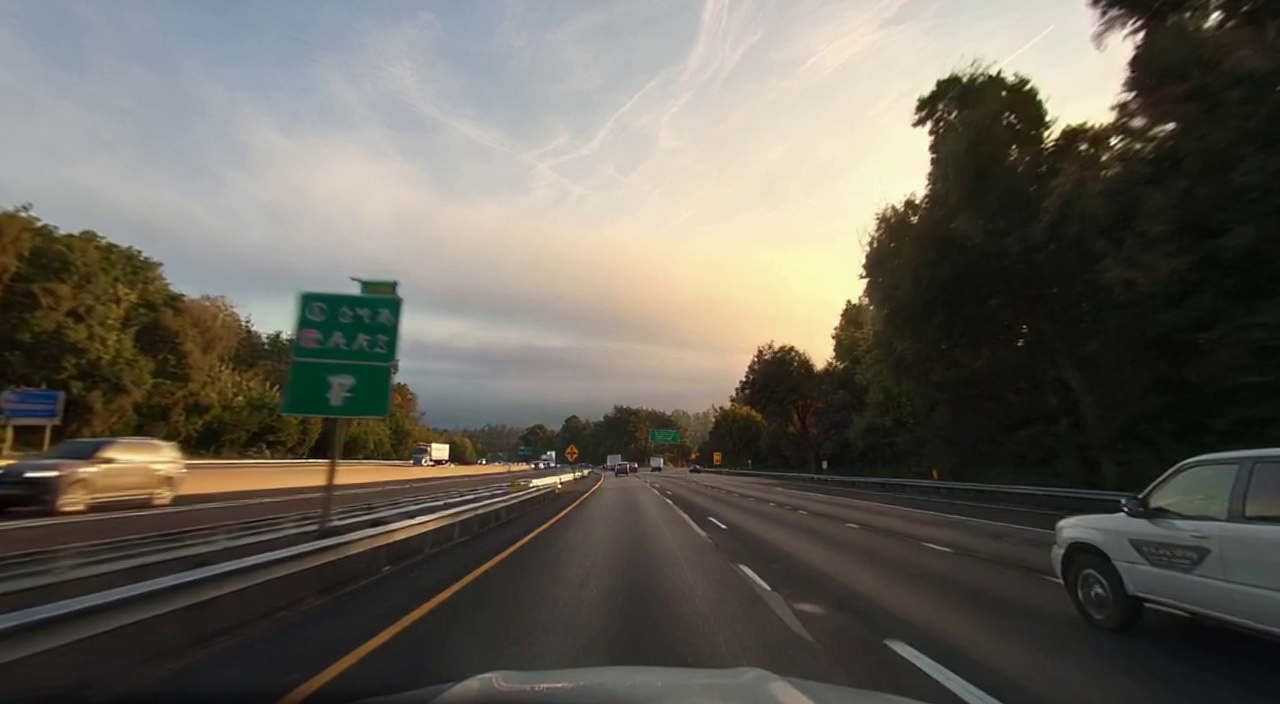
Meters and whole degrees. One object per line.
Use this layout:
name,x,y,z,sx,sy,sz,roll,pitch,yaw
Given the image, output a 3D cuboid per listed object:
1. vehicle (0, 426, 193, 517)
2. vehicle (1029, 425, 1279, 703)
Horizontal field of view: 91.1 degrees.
vehicle,-12.926,2.693,14.389,1.975,1.722,4.535,1,-10,0
vehicle,4.124,1.056,2.663,1.965,1.502,4.599,1,-10,0
